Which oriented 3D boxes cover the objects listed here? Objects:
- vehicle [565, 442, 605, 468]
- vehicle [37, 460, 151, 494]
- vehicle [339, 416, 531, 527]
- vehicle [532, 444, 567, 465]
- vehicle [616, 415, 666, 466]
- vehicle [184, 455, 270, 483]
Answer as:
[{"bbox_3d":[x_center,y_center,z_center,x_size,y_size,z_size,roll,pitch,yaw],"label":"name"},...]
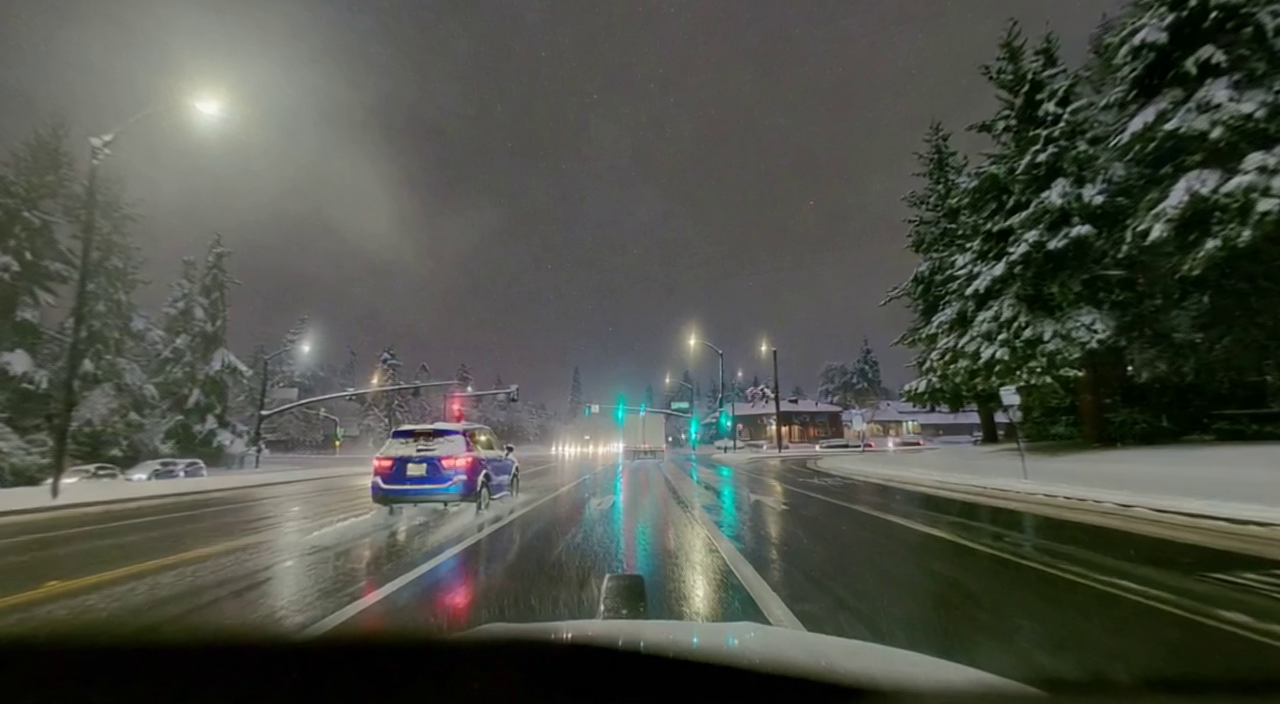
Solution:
[{"bbox_3d":[-3.270,6.241,38.149,2.023,1.483,4.143,0,-9,1],"label":"vehicle"},{"bbox_3d":[-28.620,6.544,33.149,1.828,1.499,4.619,0,-9,1],"label":"vehicle"},{"bbox_3d":[-3.834,2.348,12.936,2.178,1.826,4.933,0,-8,1],"label":"vehicle"},{"bbox_3d":[-6.696,7.587,46.742,1.933,1.477,4.119,0,-8,1],"label":"vehicle"},{"bbox_3d":[0.153,5.745,40.628,2.993,3.051,6.692,0,-8,2],"label":"vehicle"},{"bbox_3d":[-24.763,7.010,37.837,2.013,1.517,4.567,0,-9,1],"label":"vehicle"}]
